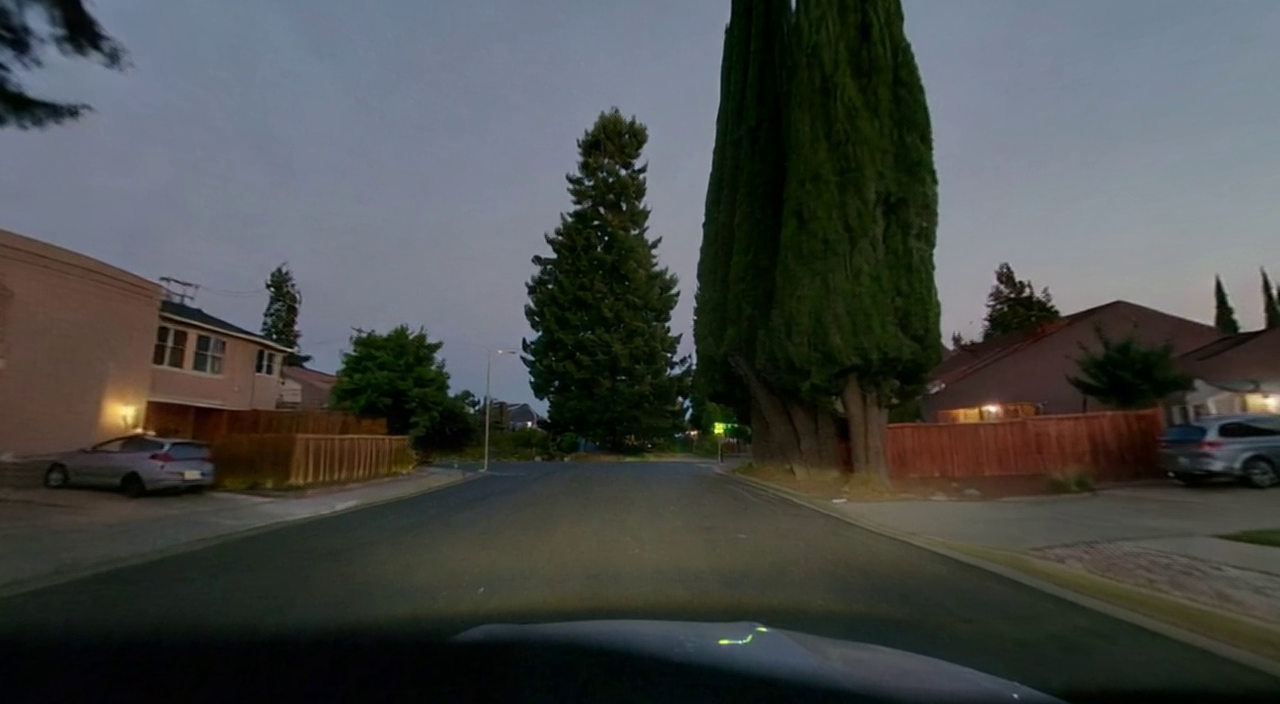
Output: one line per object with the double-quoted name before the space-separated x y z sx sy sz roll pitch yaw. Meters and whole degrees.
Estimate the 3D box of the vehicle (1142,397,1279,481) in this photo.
"vehicle" 13.128 1.786 12.980 3.780 1.601 2.025 -2 -9 13

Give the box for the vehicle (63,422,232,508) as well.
"vehicle" -12.411 2.768 15.849 4.656 1.835 2.039 -6 -11 37
